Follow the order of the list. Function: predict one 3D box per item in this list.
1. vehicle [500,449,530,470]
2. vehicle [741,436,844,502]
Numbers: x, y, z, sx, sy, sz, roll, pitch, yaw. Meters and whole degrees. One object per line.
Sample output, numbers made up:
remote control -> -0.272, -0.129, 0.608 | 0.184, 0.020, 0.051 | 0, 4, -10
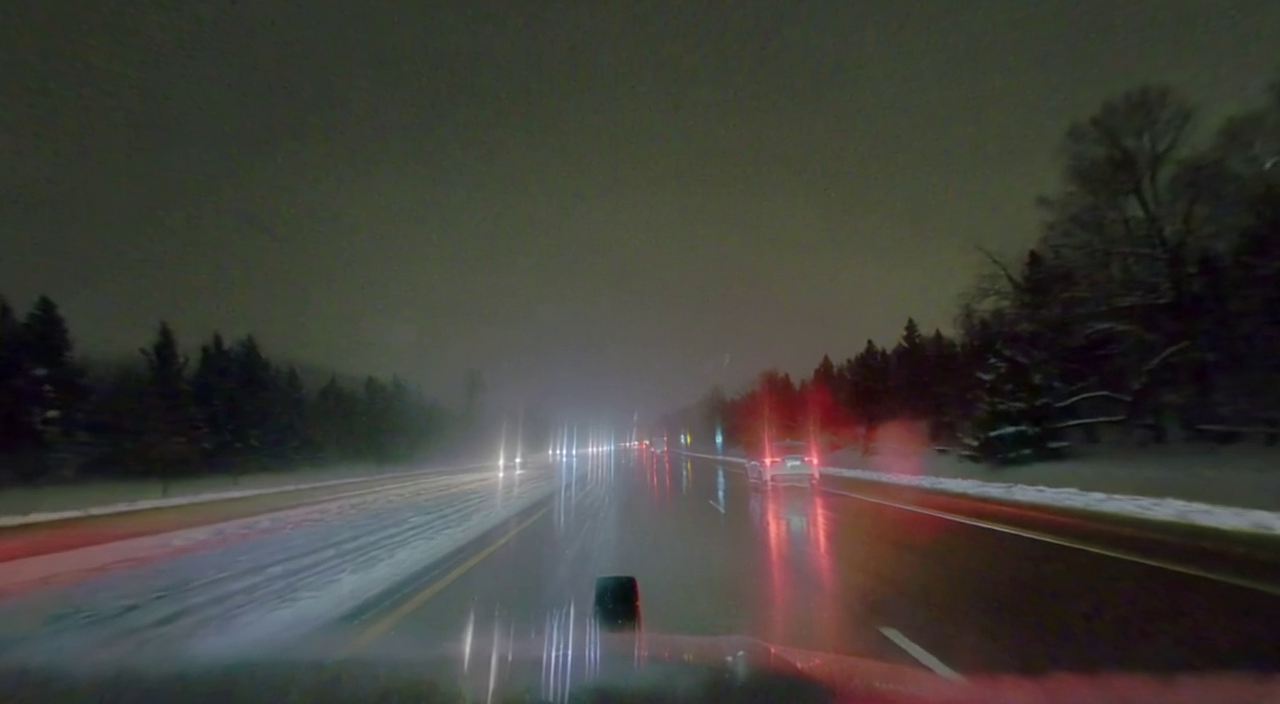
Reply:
vehicle -> -9.620, 8.300, 48.537 | 1.956, 1.583, 4.227 | 1, -9, -8
vehicle -> 4.033, 3.158, 17.282 | 2.001, 1.555, 4.098 | -1, -9, 3
